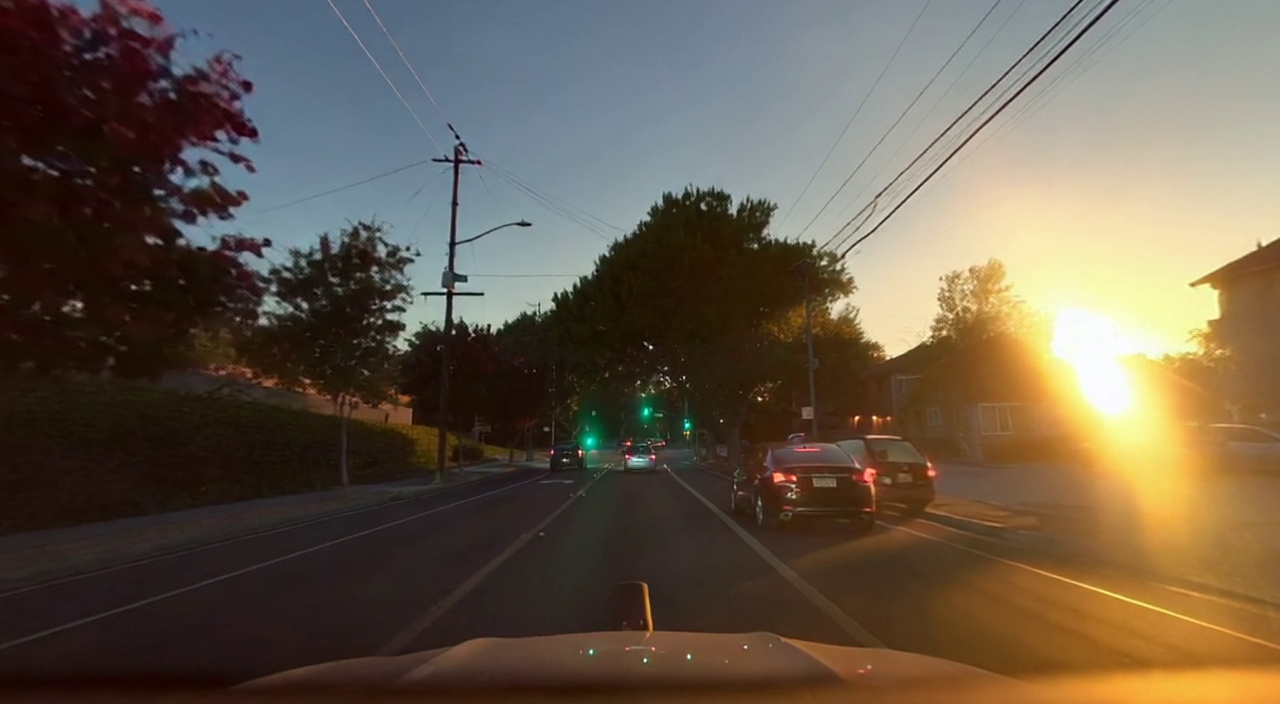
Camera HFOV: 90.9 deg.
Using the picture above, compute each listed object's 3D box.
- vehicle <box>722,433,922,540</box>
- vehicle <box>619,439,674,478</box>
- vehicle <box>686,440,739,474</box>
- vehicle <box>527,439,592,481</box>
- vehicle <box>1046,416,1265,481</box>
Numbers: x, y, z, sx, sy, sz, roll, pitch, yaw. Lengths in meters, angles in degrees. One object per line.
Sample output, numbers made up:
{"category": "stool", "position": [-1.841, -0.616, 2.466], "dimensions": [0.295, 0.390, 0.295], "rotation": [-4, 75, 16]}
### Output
{"category": "vehicle", "position": [2.856, 2.219, 11.151], "dimensions": [2.158, 1.483, 4.415], "rotation": [0, -8, -1]}
{"category": "vehicle", "position": [0.241, 4.370, 26.266], "dimensions": [2.101, 1.467, 4.210], "rotation": [0, -8, 0]}
{"category": "vehicle", "position": [3.308, 4.875, 29.512], "dimensions": [1.943, 1.484, 4.030], "rotation": [0, -8, -1]}
{"category": "vehicle", "position": [-3.117, 4.266, 25.282], "dimensions": [2.012, 1.505, 4.205], "rotation": [0, -8, 1]}
{"category": "vehicle", "position": [16.528, 3.210, 20.792], "dimensions": [2.478, 1.836, 5.409], "rotation": [0, -9, -2]}
